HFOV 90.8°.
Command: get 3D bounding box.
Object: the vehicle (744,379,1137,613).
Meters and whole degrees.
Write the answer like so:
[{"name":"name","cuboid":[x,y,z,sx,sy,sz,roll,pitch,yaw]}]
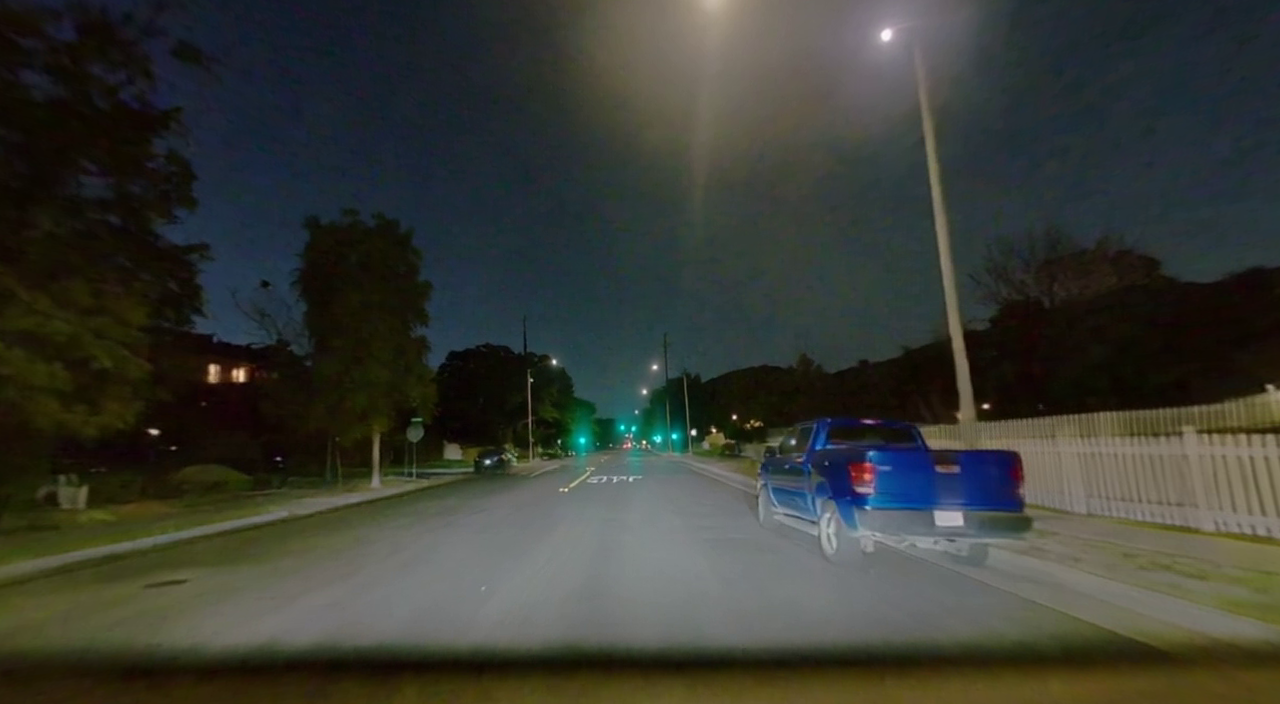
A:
[{"name":"vehicle","cuboid":[2.716,1.460,7.315,2.126,1.795,4.751,0,-9,-1]}]
